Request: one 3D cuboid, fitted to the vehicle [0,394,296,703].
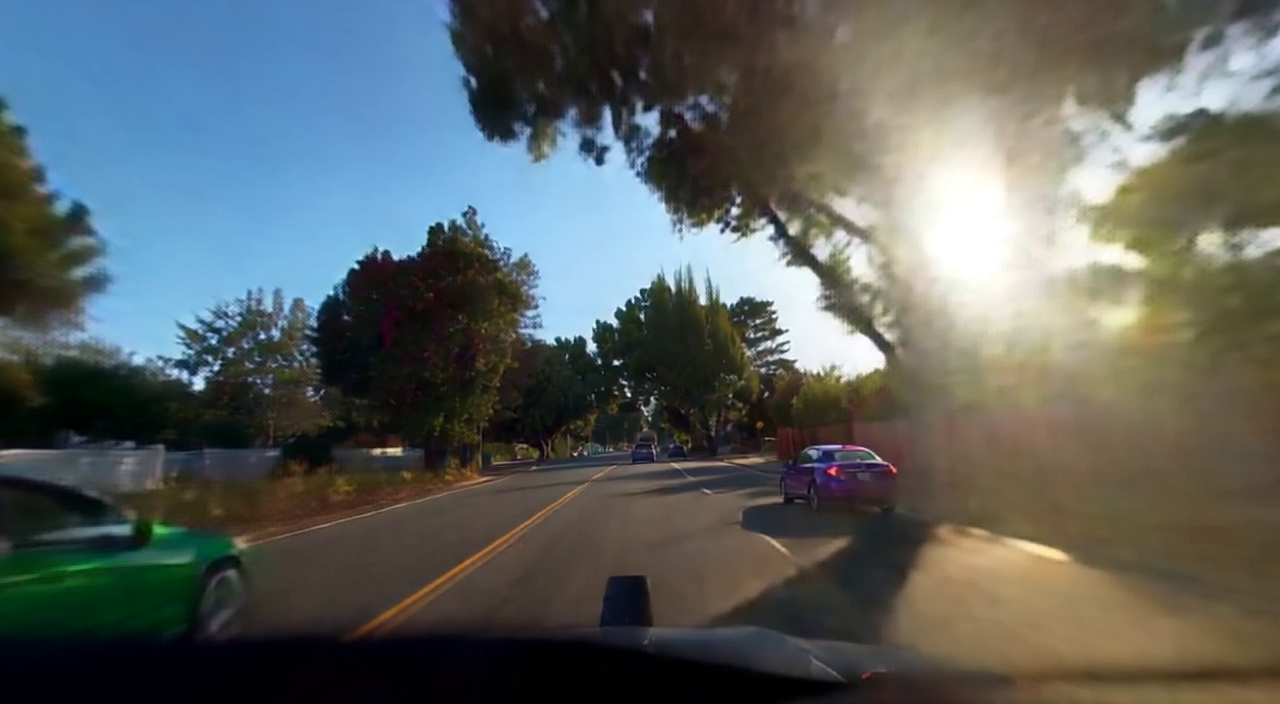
[{"bbox_3d":[-3.738,0.927,2.320,2.162,1.546,4.889,-1,-8,0],"label":"vehicle"}]

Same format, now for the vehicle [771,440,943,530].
[{"bbox_3d":[4.151,2.577,12.967,1.943,1.471,4.515,-1,-8,0],"label":"vehicle"}]

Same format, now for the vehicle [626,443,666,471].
[{"bbox_3d":[0.391,6.209,37.612,2.206,1.525,4.695,-1,-8,1],"label":"vehicle"}]
